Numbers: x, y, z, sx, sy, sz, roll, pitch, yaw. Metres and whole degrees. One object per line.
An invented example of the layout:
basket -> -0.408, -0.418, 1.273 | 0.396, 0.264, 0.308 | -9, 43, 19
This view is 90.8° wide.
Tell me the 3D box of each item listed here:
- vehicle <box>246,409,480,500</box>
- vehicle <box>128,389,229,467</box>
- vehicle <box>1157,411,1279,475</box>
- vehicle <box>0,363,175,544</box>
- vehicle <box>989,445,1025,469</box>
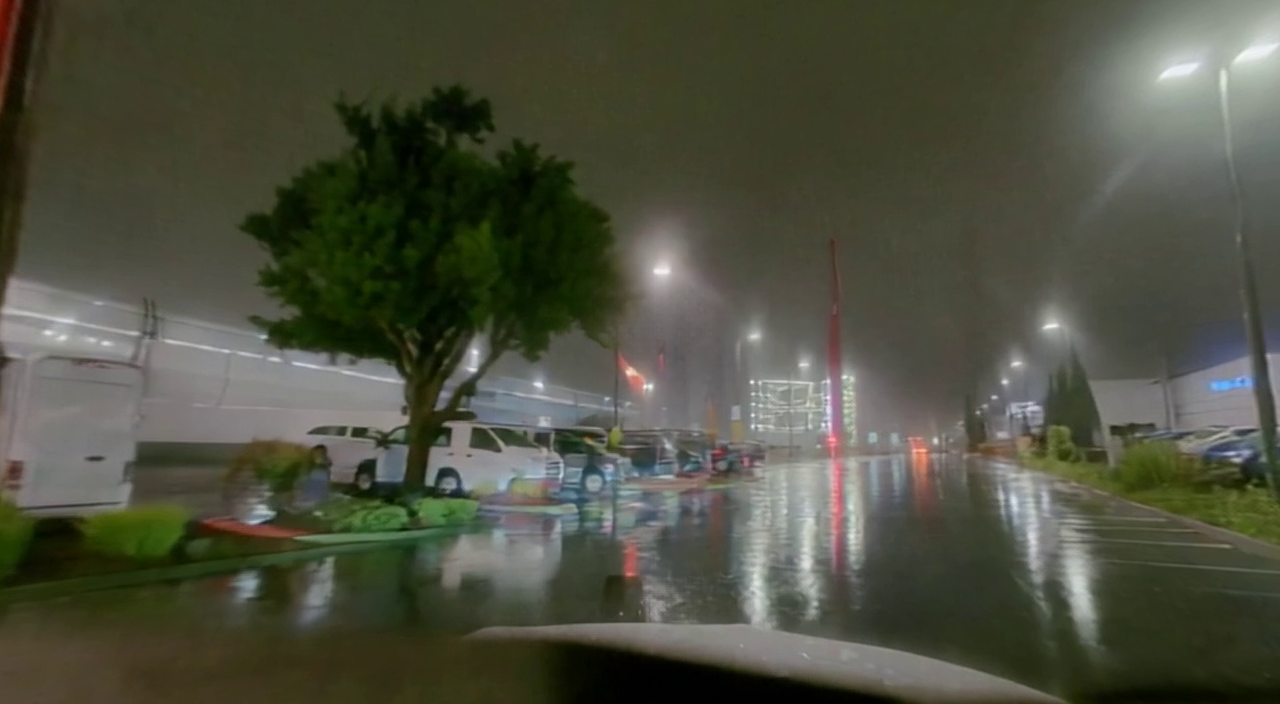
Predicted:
vehicle -> -7.772, 2.753, 17.505 | 6.632, 2.126, 2.228 | -4, -8, 28
vehicle -> -18.699, 3.119, 25.468 | 2.399, 2.767, 5.778 | 7, -11, -42
vehicle -> 23.156, 3.356, 23.432 | 6.017, 2.202, 2.328 | 0, -8, -5
vehicle -> -10.684, 1.616, 10.178 | 5.986, 2.324, 2.491 | -4, -9, 26
vehicle -> 27.604, 7.877, 47.630 | 2.026, 1.659, 4.314 | -4, -9, 26
